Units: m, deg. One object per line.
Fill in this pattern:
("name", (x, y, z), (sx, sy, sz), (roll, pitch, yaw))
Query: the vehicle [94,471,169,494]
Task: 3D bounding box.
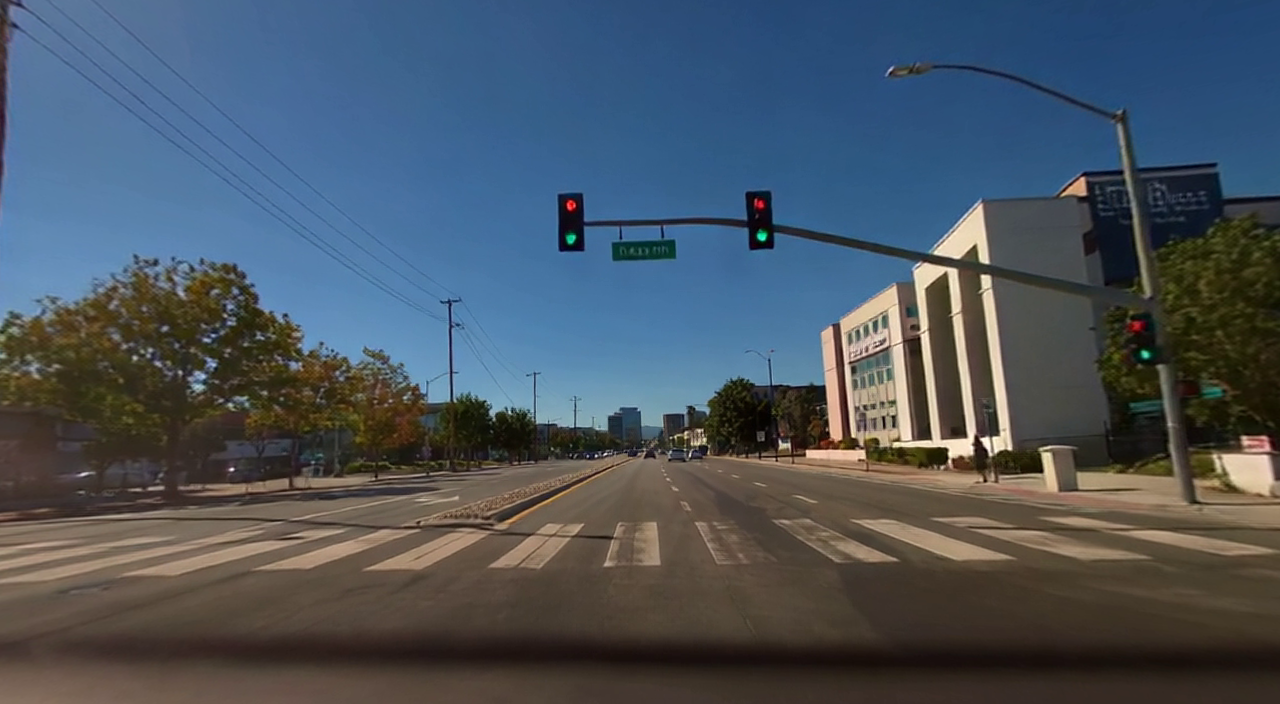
("vehicle", (-37.310, 9.570, 46.387), (1.736, 1.399, 4.271), (-1, -8, 4))
